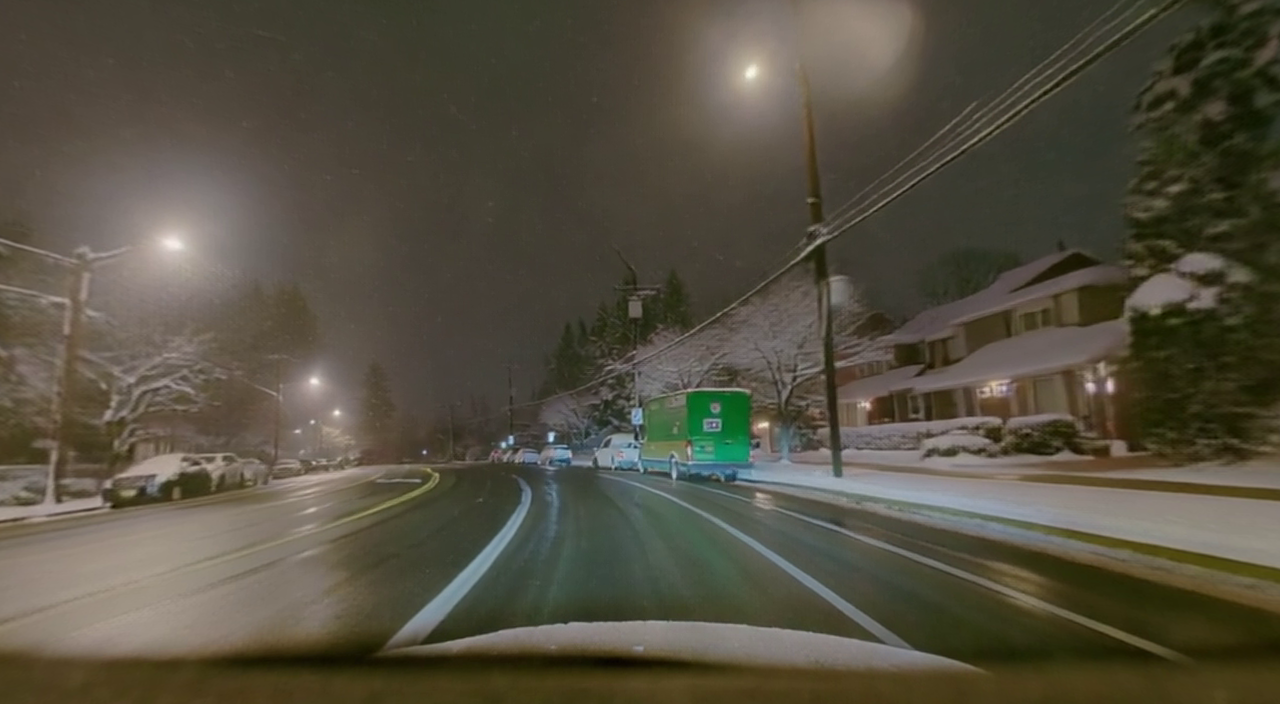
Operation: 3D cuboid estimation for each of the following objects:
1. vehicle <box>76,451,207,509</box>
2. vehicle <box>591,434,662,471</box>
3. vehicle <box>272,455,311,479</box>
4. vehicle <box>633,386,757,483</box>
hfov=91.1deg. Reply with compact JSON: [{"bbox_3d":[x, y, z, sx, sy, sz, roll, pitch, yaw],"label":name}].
[{"bbox_3d":[-17.823,4.541,22.751,1.976,1.797,4.249,2,-9,-13],"label":"vehicle"},{"bbox_3d":[-0.896,5.633,35.386,2.251,1.868,6.178,3,-9,-18],"label":"vehicle"},{"bbox_3d":[-26.929,8.882,48.614,1.949,1.456,4.497,2,-7,-20],"label":"vehicle"},{"bbox_3d":[1.907,3.438,25.750,2.918,3.319,7.595,2,-9,-12],"label":"vehicle"}]
